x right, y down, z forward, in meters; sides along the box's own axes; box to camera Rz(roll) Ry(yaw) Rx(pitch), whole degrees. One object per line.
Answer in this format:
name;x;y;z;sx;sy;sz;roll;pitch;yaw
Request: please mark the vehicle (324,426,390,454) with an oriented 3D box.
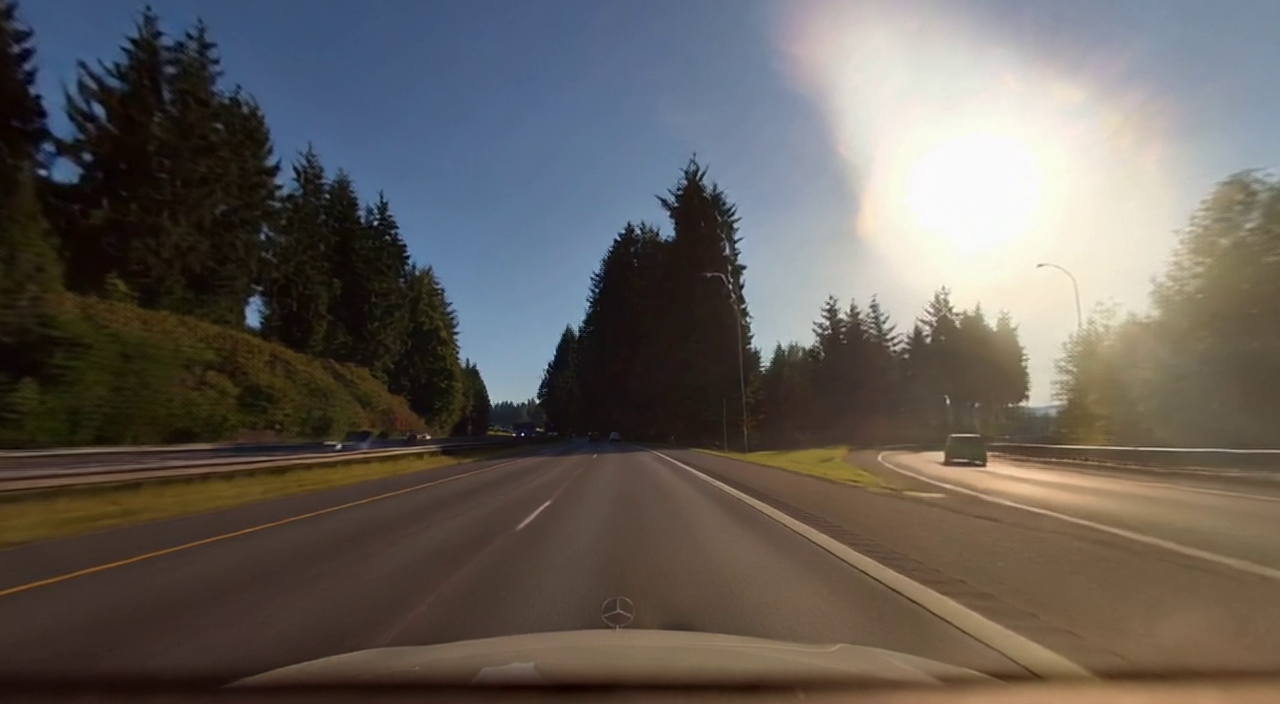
vehicle;-16.994;5.296;38.171;1.909;1.545;4.791;0;-7;-2
